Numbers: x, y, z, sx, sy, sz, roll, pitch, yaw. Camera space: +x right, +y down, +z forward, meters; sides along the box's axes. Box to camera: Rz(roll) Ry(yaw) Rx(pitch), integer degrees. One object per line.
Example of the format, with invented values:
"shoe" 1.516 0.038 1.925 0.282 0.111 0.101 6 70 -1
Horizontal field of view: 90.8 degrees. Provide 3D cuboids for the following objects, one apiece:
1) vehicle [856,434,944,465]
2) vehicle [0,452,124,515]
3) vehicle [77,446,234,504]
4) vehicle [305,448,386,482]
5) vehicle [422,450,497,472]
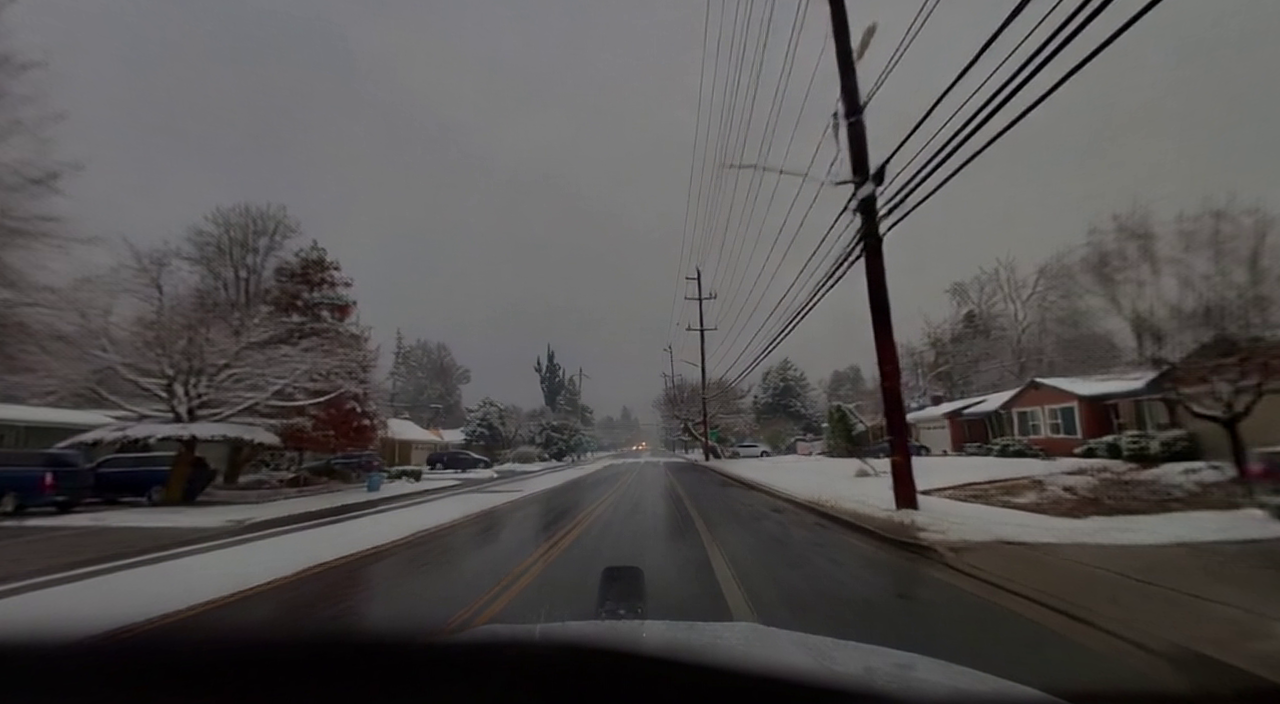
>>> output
"vehicle" 14.551 5.469 35.485 4.078 1.516 1.798 -3 -9 3
"vehicle" -16.799 3.422 16.715 4.519 1.508 2.018 0 -9 1
"vehicle" -15.542 3.940 20.314 4.265 1.583 1.913 -6 -9 19
"vehicle" -15.264 5.867 33.088 1.816 1.614 4.866 0 -8 1
"vehicle" -12.666 7.673 44.463 4.718 1.454 1.843 -1 -9 6
